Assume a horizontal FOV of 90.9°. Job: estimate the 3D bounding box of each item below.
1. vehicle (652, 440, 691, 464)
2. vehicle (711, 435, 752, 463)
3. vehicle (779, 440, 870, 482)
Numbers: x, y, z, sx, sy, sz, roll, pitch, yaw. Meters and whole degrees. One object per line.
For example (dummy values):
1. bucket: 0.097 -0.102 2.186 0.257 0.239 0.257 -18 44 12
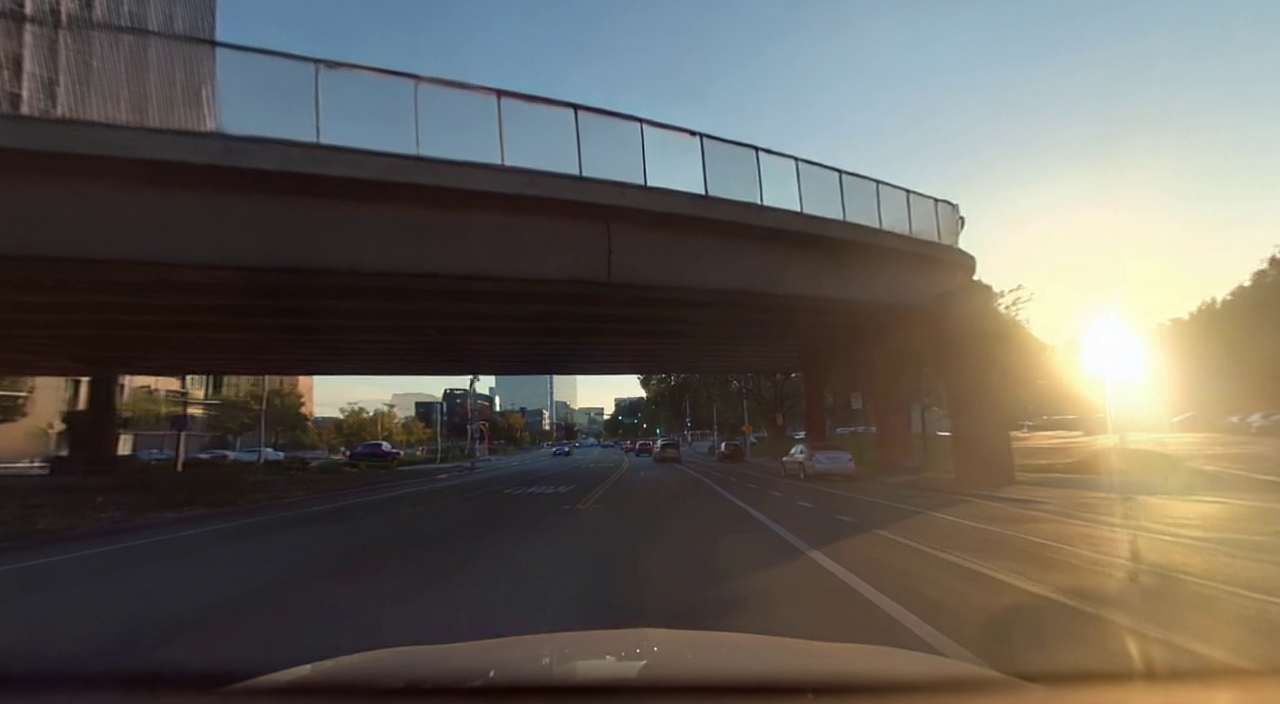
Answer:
1. vehicle: 1.978 6.521 41.070 2.280 1.475 4.051 0 -8 -1
2. vehicle: 6.650 7.089 46.320 2.154 1.915 4.908 0 -8 -1
3. vehicle: 6.910 4.125 24.134 2.035 1.435 4.481 0 -8 -2
